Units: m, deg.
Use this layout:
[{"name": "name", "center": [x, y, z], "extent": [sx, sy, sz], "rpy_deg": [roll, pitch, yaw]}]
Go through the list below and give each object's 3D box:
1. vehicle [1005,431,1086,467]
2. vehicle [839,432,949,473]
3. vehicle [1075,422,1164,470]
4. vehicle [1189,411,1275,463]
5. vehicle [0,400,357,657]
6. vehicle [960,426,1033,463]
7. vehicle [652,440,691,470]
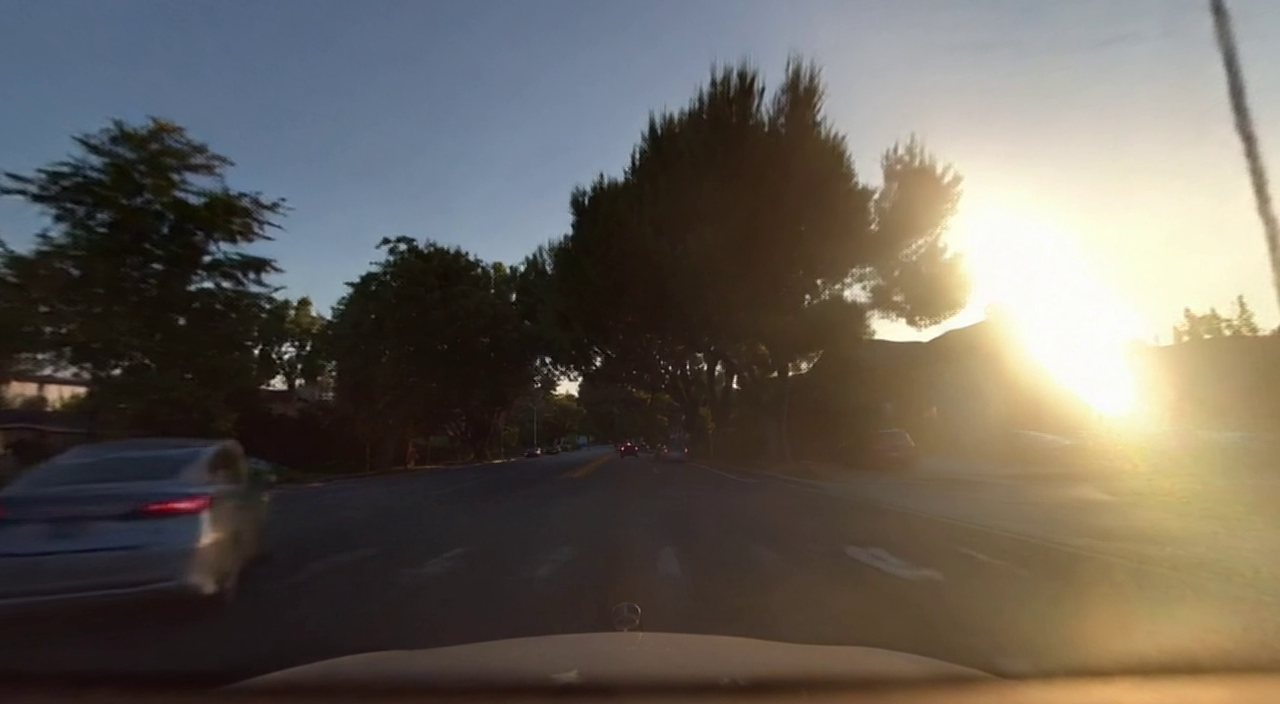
[{"name": "vehicle", "center": [18.153, 4.291, 28.173], "extent": [2.106, 1.460, 4.389], "rpy_deg": [-8, -11, 43]}, {"name": "vehicle", "center": [10.508, 4.166, 26.338], "extent": [1.903, 1.569, 3.751], "rpy_deg": [5, -10, -33]}, {"name": "vehicle", "center": [18.674, 3.632, 24.497], "extent": [2.150, 1.659, 4.678], "rpy_deg": [-8, -11, 42]}, {"name": "vehicle", "center": [24.197, 3.511, 25.807], "extent": [2.210, 1.906, 4.718], "rpy_deg": [-8, -12, 44]}, {"name": "vehicle", "center": [-4.641, 1.537, 6.734], "extent": [2.205, 1.706, 4.904], "rpy_deg": [2, -9, -16]}, {"name": "vehicle", "center": [18.157, 4.689, 32.049], "extent": [2.043, 1.691, 4.436], "rpy_deg": [-8, -11, 43]}, {"name": "vehicle", "center": [1.766, 5.969, 36.726], "extent": [2.003, 1.614, 4.072], "rpy_deg": [0, -8, -1]}]
